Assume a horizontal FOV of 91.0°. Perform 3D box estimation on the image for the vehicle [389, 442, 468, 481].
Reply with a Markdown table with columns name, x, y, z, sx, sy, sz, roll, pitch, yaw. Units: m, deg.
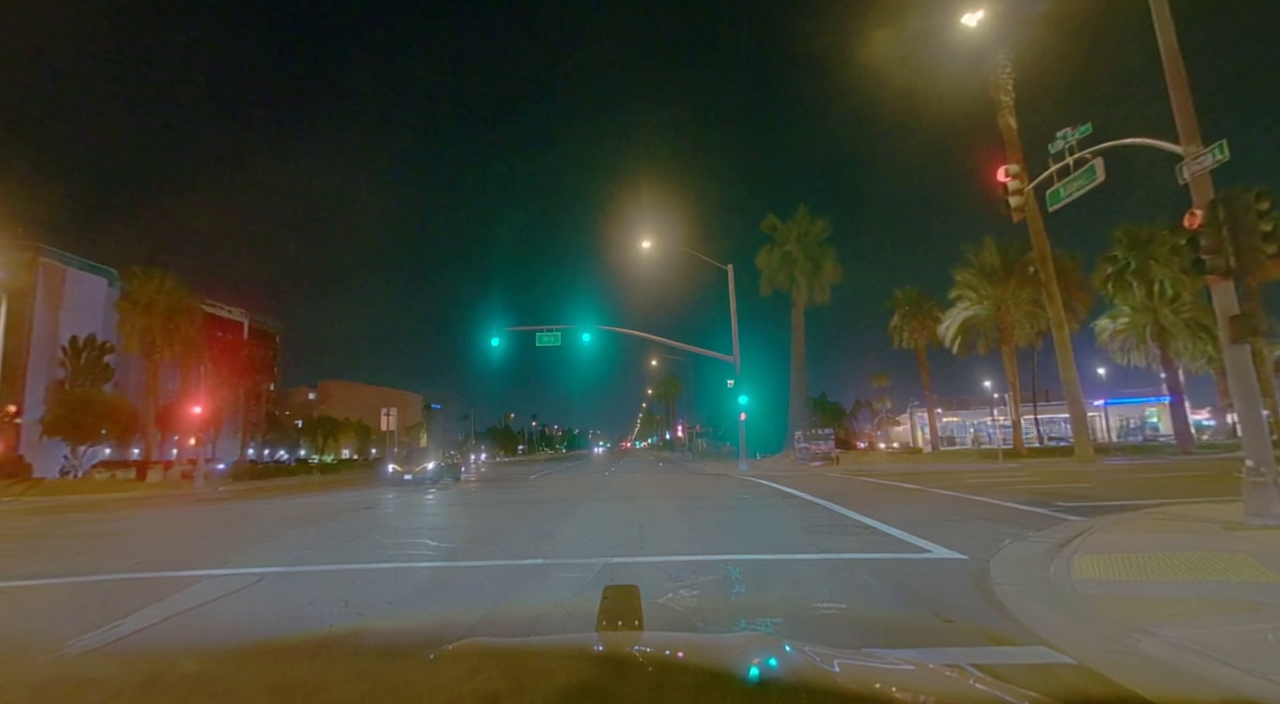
| name | x | y | z | sx | sy | sz | roll | pitch | yaw |
| --- | --- | --- | --- | --- | --- | --- | --- | --- | --- |
| vehicle | -10.740 | 5.583 | 32.374 | 2.270 | 1.833 | 4.860 | 0 | -9 | 1 |
